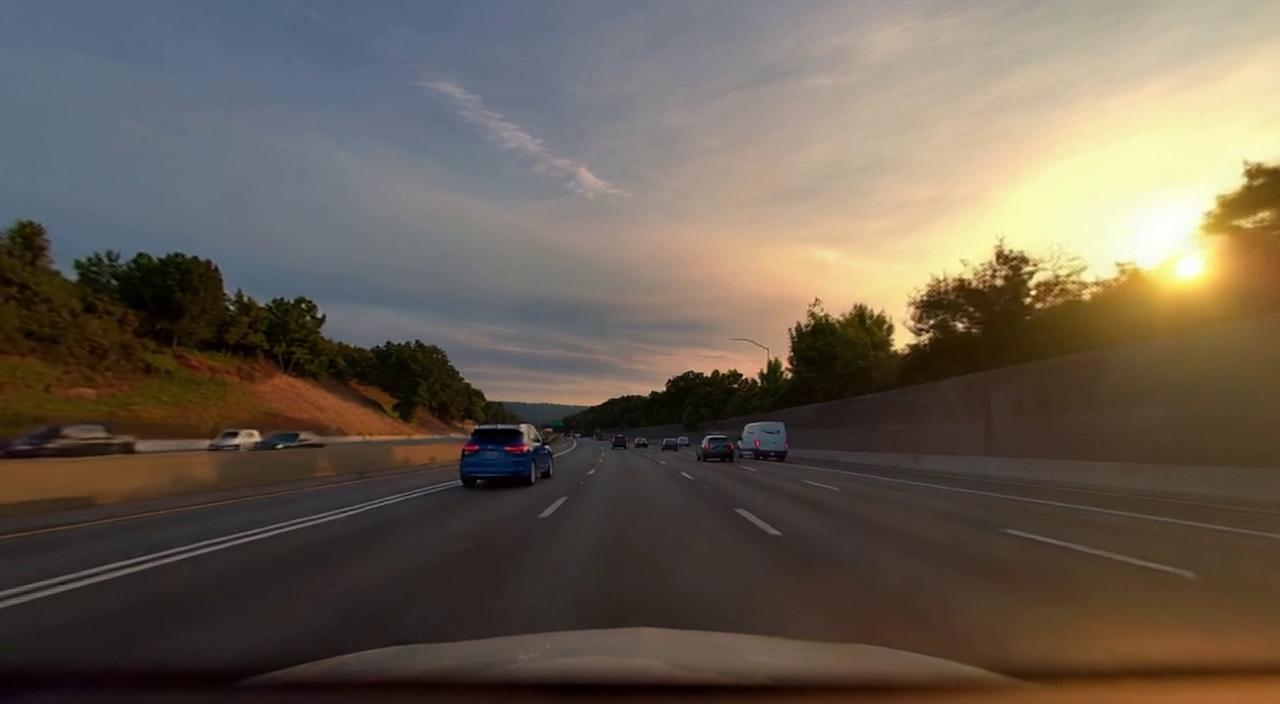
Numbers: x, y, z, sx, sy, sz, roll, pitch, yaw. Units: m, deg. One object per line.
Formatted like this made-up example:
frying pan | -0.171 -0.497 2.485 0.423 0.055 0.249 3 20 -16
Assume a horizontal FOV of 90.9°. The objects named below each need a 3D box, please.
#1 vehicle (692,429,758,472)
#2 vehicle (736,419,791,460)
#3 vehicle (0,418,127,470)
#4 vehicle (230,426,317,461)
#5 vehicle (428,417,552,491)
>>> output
vehicle | 3.660 4.357 27.940 2.141 1.732 4.279 0 -8 -3
vehicle | 8.918 6.470 46.407 2.274 2.802 6.802 0 -8 -4
vehicle | -22.185 3.467 23.664 1.945 1.750 4.683 0 -8 -2
vehicle | -18.458 4.662 32.041 1.836 1.616 4.380 0 -8 -1
vehicle | -4.228 3.028 19.045 2.331 1.884 5.787 0 -8 0
